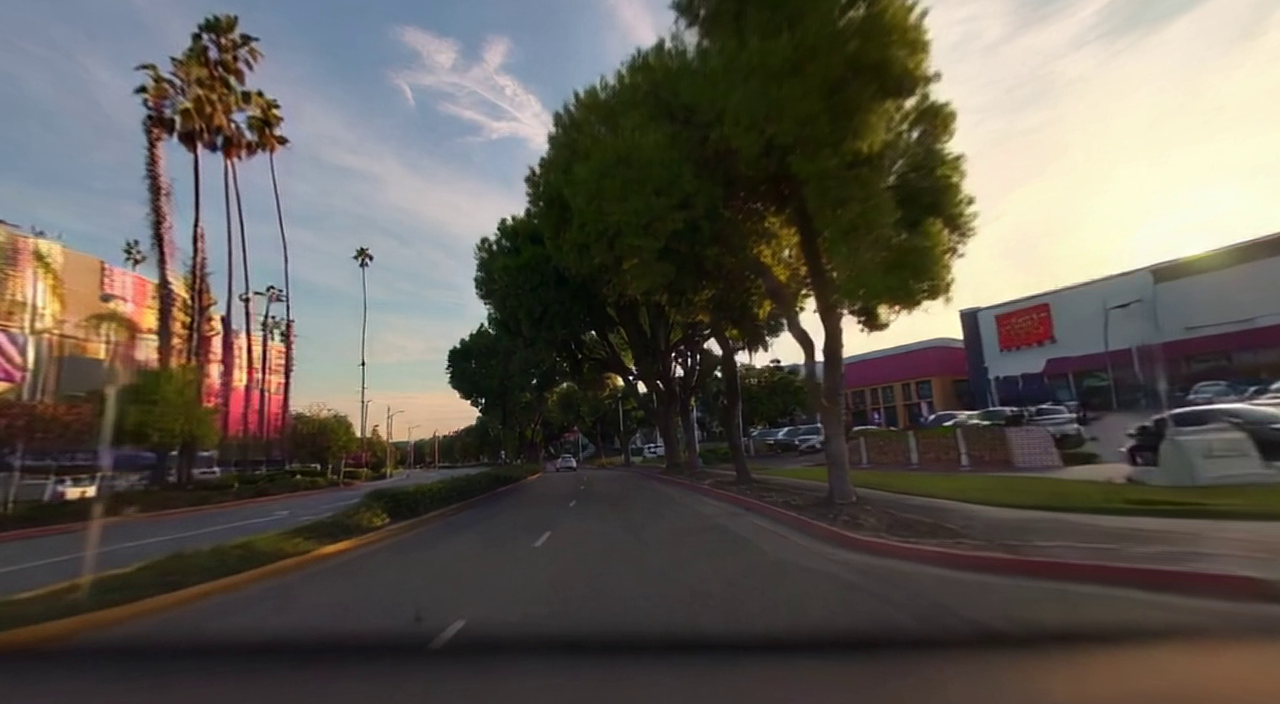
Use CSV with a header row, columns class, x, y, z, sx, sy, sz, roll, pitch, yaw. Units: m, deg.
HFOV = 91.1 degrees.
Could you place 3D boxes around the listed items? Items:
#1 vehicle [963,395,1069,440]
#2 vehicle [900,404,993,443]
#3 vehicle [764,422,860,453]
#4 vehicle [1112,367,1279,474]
class,x,y,z,sx,sy,sz,roll,pitch,yaw
vehicle,18.767,3.397,31.674,1.992,1.767,4.848,-7,-9,-4
vehicle,18.638,4.399,38.383,2.002,1.686,4.537,-1,-11,-31
vehicle,9.528,4.786,35.124,4.671,1.630,2.200,0,-9,-1
vehicle,11.834,1.415,12.206,2.196,1.715,4.918,-2,-9,11
